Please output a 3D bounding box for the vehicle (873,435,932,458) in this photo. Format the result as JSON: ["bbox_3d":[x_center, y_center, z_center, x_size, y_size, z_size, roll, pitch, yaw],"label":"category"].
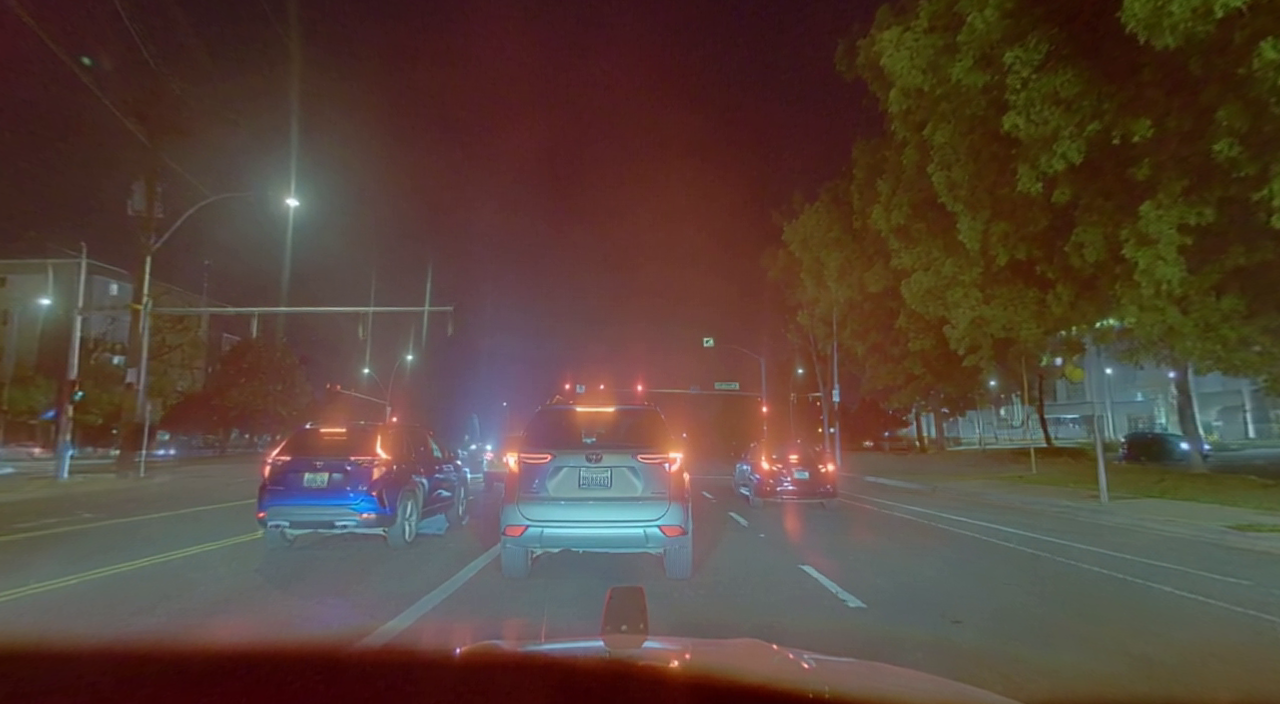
[{"bbox_3d":[19.988,7.198,47.924,4.361,1.653,2.034,6,-10,-35],"label":"vehicle"}]

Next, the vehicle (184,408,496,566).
[{"bbox_3d":[-3.724,1.775,9.052,2.160,1.666,4.583,0,-8,1],"label":"vehicle"}]

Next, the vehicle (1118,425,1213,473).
[{"bbox_3d":[19.257,3.524,23.027,4.215,1.578,1.892,8,-11,-41],"label":"vehicle"}]

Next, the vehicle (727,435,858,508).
[{"bbox_3d":[3.429,2.774,15.130,2.121,1.494,4.208,0,-8,0],"label":"vehicle"}]

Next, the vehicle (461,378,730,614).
[{"bbox_3d":[-0.340,1.429,7.108,2.064,1.817,4.298,0,-8,0],"label":"vehicle"}]
